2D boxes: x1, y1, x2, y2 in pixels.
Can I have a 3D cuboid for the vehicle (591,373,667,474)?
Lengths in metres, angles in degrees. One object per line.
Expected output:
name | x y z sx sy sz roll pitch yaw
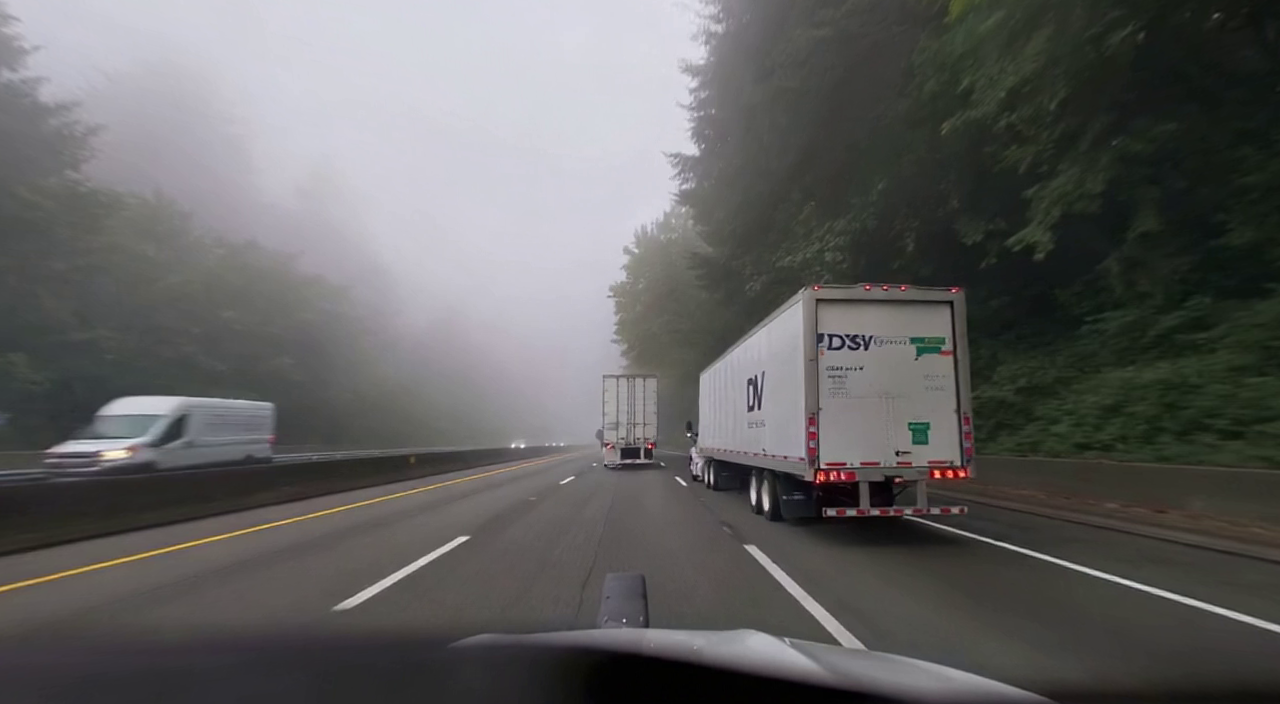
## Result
vehicle | -0.588 3.544 30.098 2.969 3.957 10.270 0 -8 -2

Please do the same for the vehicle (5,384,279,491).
vehicle | -12.776 2.320 17.020 2.427 2.371 6.043 0 -8 0
